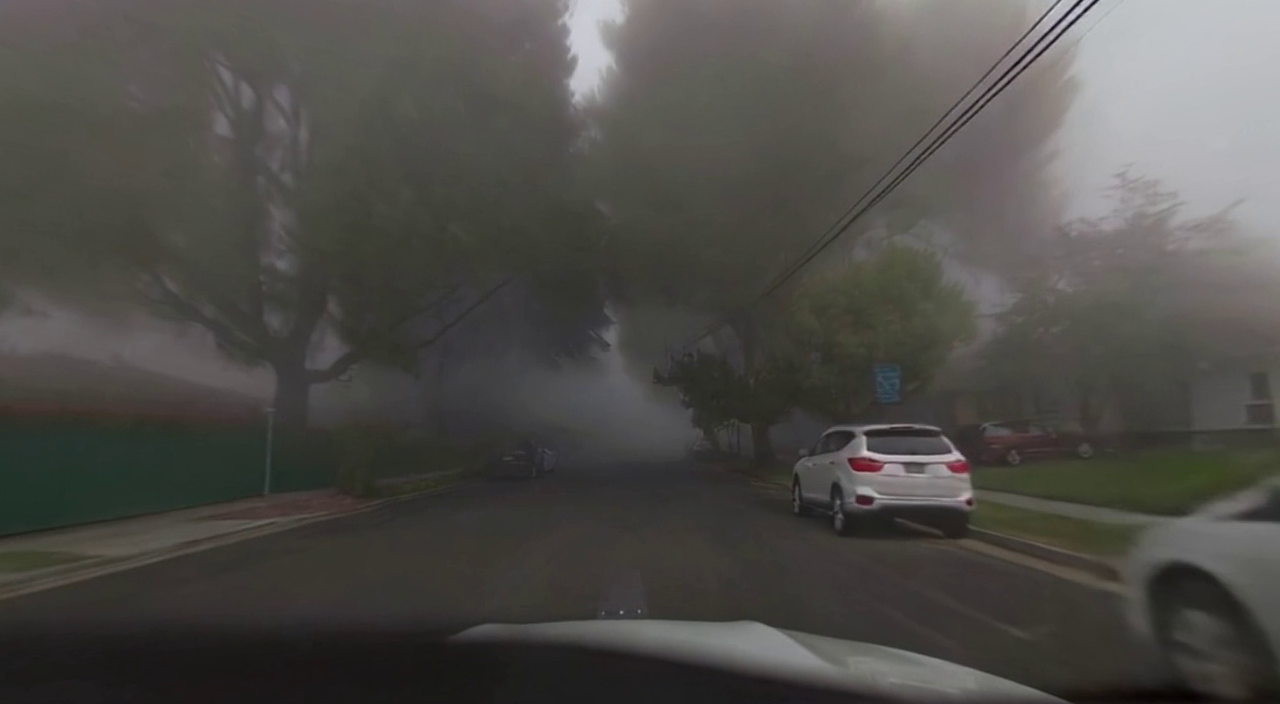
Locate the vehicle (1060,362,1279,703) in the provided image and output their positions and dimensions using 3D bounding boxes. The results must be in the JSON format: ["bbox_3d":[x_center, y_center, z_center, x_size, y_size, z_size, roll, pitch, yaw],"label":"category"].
[{"bbox_3d":[3.678,0.713,1.433,2.122,1.673,4.876,0,-8,1],"label":"vehicle"}]

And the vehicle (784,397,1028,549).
[{"bbox_3d":[4.098,1.944,10.724,2.220,2.045,4.139,0,-8,-1],"label":"vehicle"}]

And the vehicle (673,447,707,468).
[{"bbox_3d":[3.879,8.264,49.680,2.051,1.524,5.047,0,-8,-2],"label":"vehicle"}]
